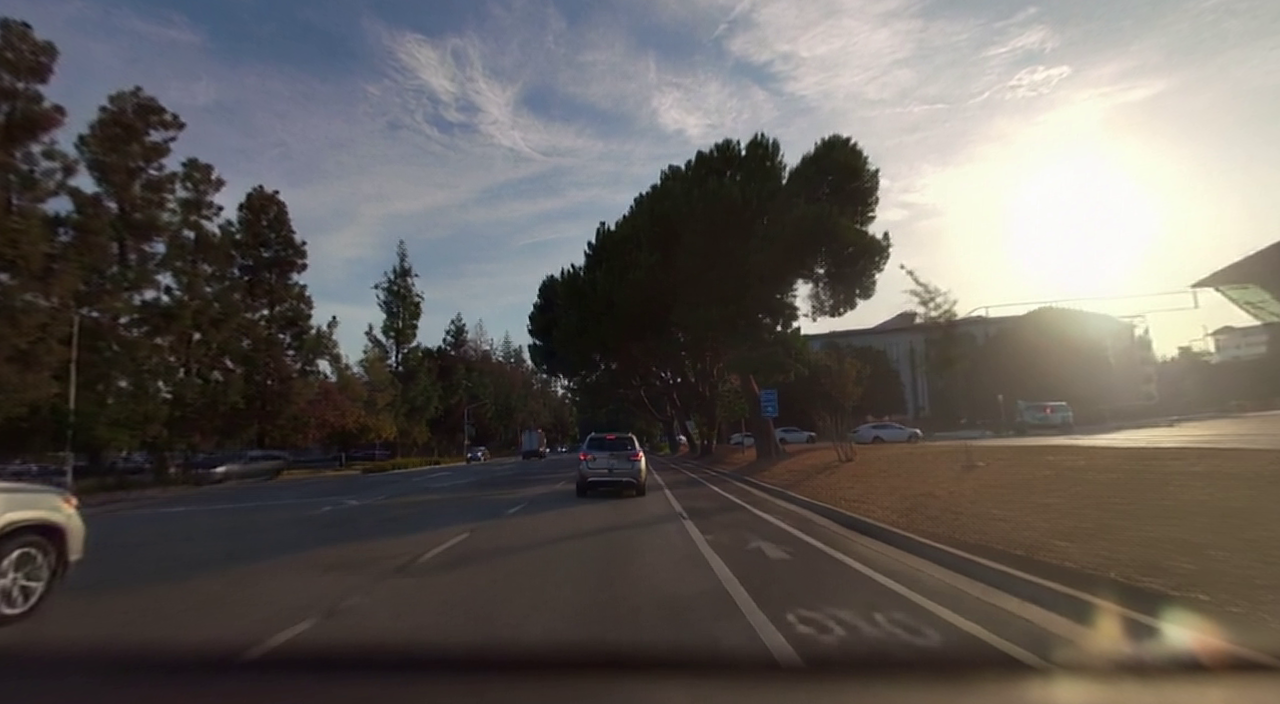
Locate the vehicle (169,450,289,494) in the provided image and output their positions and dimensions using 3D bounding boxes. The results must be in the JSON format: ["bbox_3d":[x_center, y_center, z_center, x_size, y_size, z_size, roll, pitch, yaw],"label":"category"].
[{"bbox_3d":[-17.306,5.036,26.932,1.978,1.620,4.642,0,-9,0],"label":"vehicle"}]

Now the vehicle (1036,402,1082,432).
[{"bbox_3d":[26.505,4.185,40.081,1.895,1.576,4.434,-6,-11,28],"label":"vehicle"}]

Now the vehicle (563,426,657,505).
[{"bbox_3d":[-0.715,2.895,16.489,2.131,1.761,4.242,0,-9,-1],"label":"vehicle"}]

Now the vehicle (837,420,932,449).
[{"bbox_3d":[12.793,4.355,33.244,4.204,1.486,1.781,0,-8,-1],"label":"vehicle"}]
